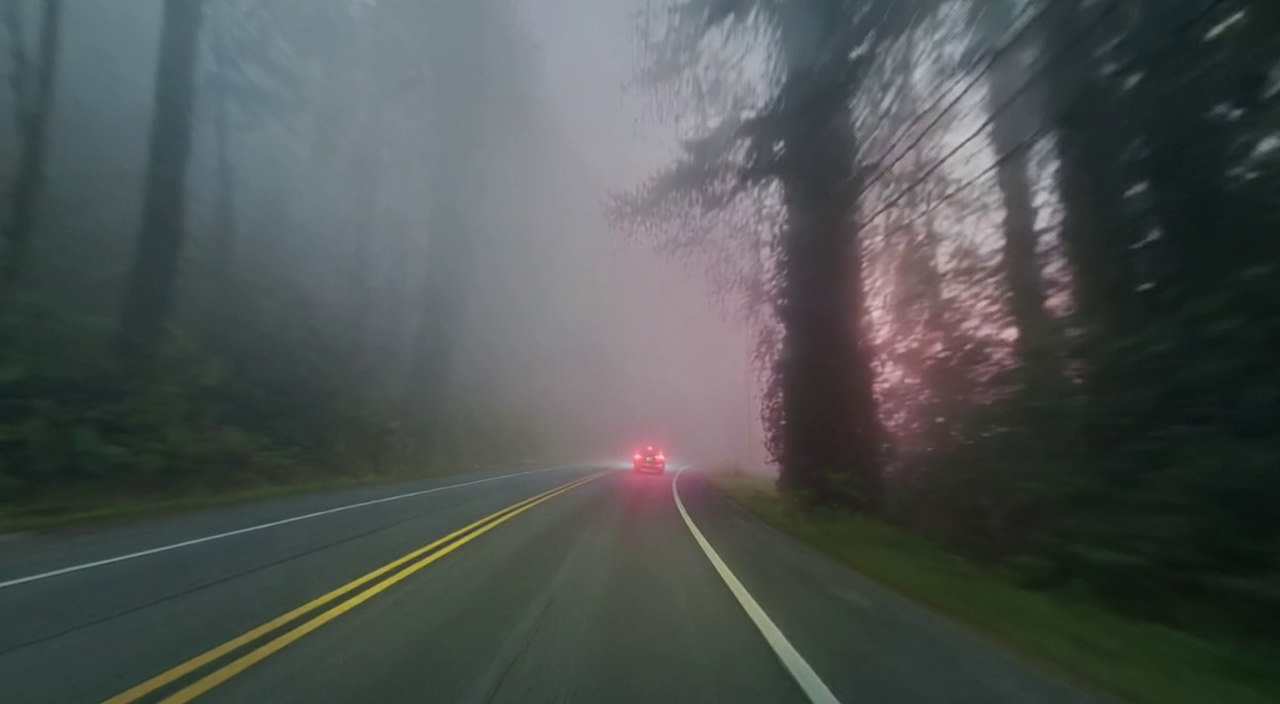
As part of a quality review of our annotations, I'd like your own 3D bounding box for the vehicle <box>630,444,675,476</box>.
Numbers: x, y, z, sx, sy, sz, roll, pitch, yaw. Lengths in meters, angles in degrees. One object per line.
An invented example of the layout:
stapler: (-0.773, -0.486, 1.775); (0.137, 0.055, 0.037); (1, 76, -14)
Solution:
vehicle: (0.727, 5.632, 33.201); (2.059, 1.524, 3.963); (0, -9, 5)
